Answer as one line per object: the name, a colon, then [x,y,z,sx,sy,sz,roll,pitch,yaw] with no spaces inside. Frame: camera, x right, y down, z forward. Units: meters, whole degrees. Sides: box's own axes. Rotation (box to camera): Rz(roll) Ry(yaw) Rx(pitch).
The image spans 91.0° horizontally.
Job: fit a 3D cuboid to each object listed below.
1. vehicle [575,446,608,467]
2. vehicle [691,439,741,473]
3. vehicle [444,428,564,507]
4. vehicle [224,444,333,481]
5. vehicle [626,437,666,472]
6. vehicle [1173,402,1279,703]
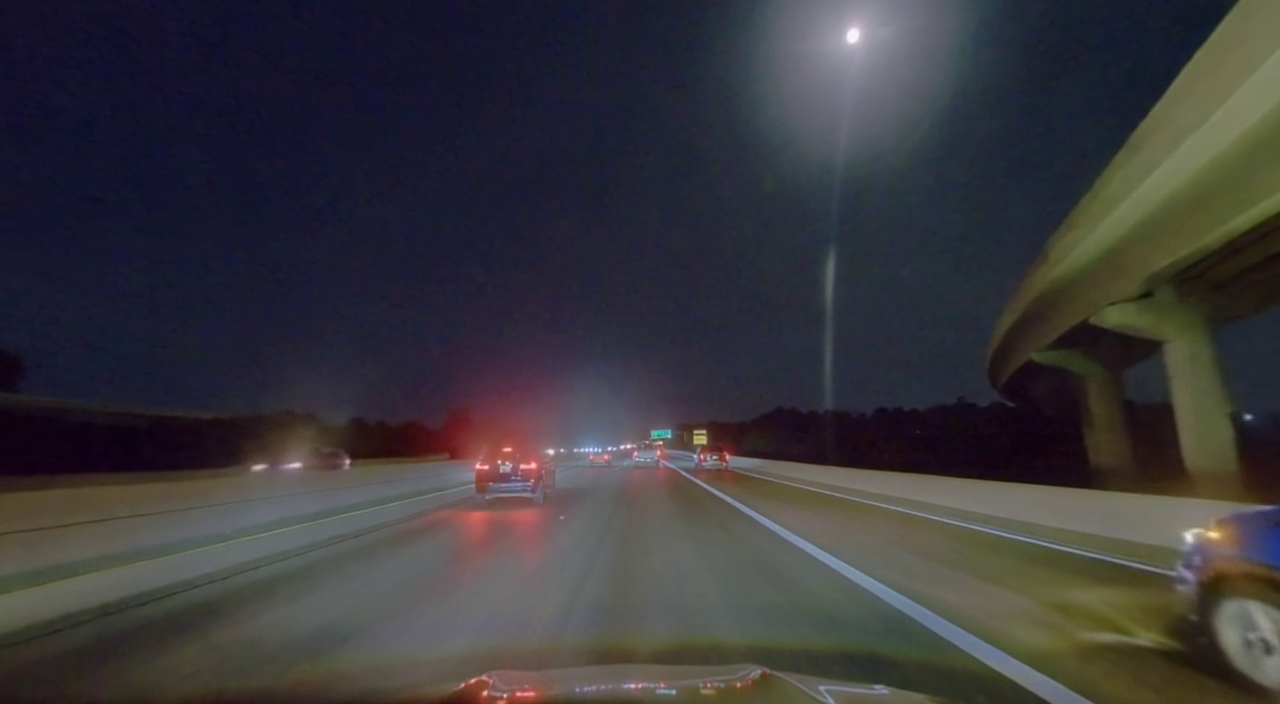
vehicle: [-3.496,7.624,46.036,1.994,1.475,4.171,0,-9,0]
vehicle: [4.301,5.996,36.515,2.231,1.807,4.588,0,-9,-1]
vehicle: [-3.321,2.928,16.442,2.089,1.751,4.515,0,-9,0]
vehicle: [-19.090,5.831,33.679,2.259,1.785,5.582,0,-9,3]
vehicle: [0.312,5.948,36.808,2.155,1.909,4.529,0,-9,0]
vehicle: [4.123,0.827,1.734,1.959,1.554,3.795,0,-9,1]
